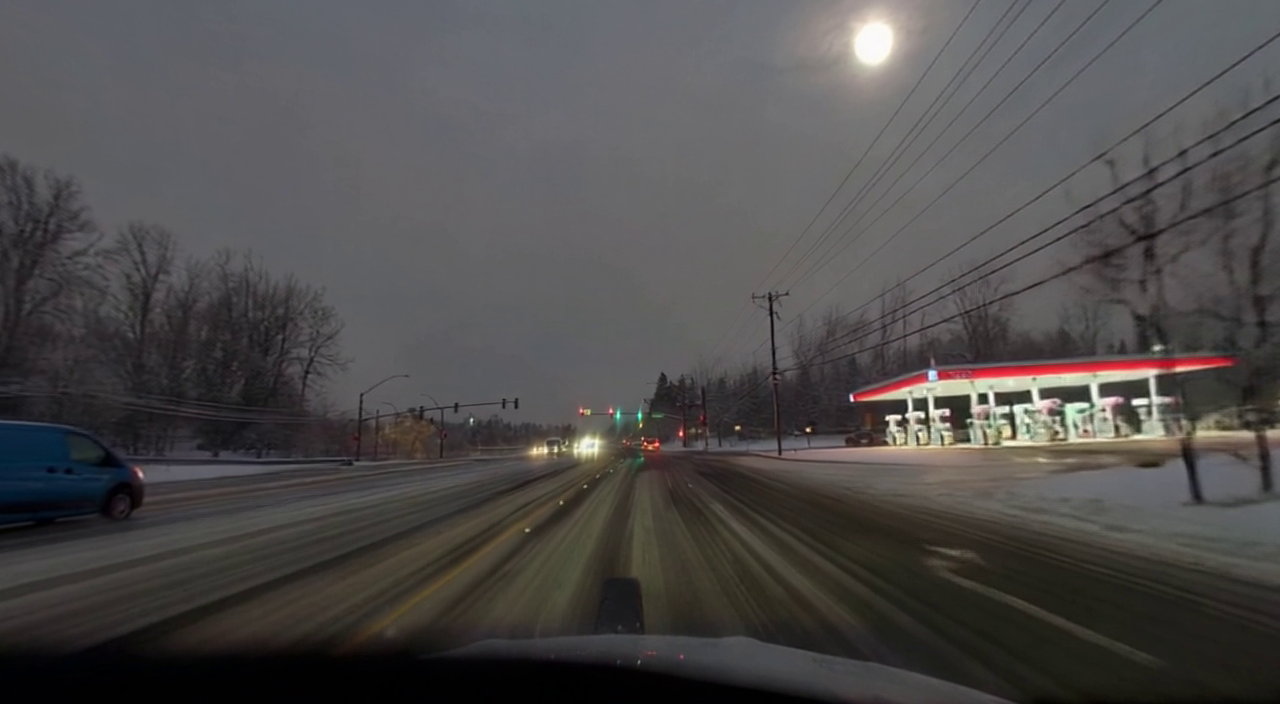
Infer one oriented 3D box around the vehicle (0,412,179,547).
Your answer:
[{"bbox_3d":[-9.897,1.874,9.461,2.149,1.848,4.961,0,-8,1],"label":"vehicle"}]
